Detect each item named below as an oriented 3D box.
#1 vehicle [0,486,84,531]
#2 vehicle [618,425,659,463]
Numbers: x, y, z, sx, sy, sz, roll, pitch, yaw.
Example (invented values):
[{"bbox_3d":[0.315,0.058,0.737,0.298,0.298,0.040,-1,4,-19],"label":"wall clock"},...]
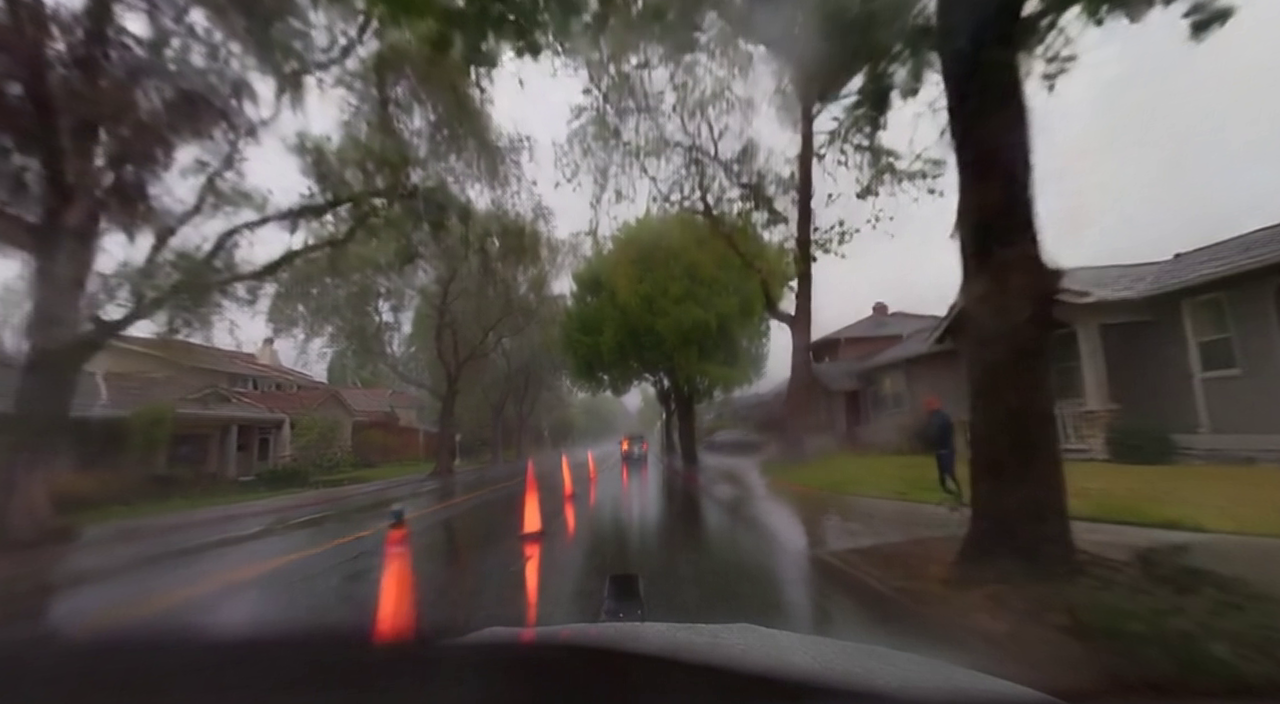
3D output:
[{"bbox_3d":[-25.423,6.371,25.930,4.314,1.583,1.779,-4,-10,18],"label":"vehicle"},{"bbox_3d":[-0.156,5.338,36.595,2.169,2.015,5.206,0,-9,-2],"label":"vehicle"}]
